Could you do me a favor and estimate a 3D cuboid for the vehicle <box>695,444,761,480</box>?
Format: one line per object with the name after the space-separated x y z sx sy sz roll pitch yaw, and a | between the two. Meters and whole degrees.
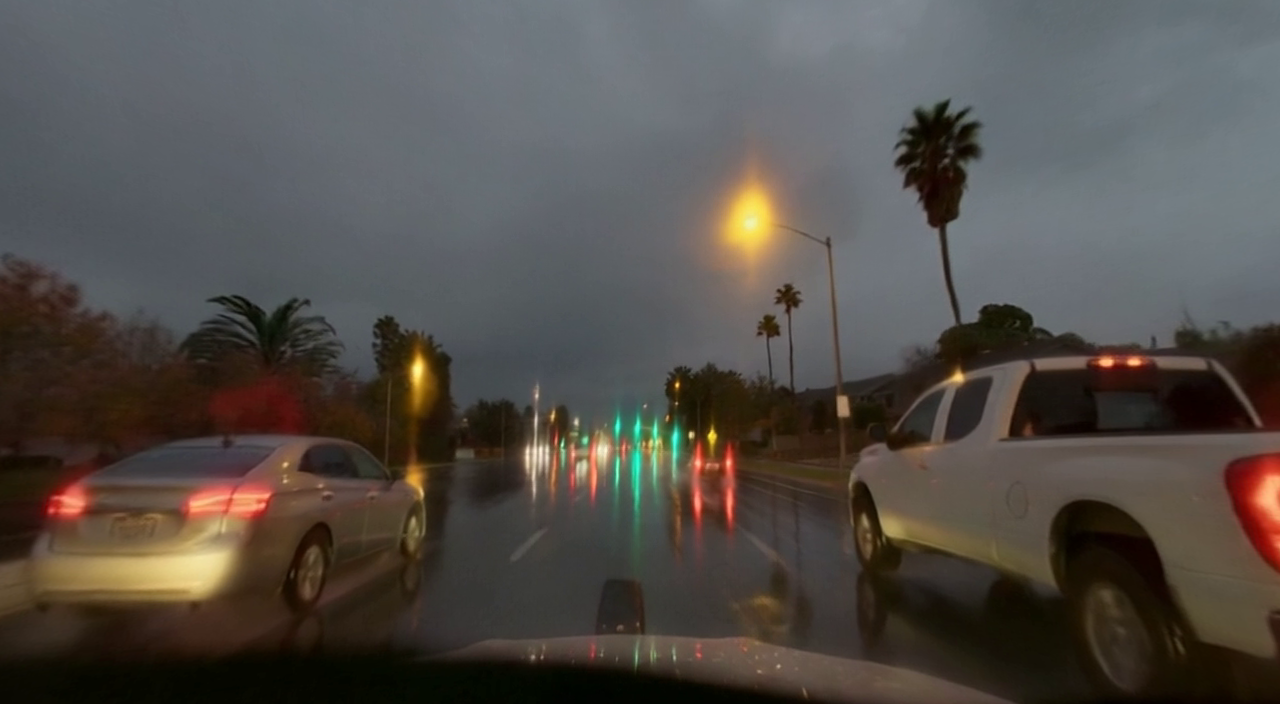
3.769 4.795 27.835 2.149 1.421 4.805 0 -8 -1 | vehicle

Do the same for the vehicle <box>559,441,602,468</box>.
-3.581 6.328 39.058 2.263 1.548 4.555 0 -8 0 | vehicle

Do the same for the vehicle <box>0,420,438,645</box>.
-3.794 1.542 6.505 2.094 1.509 4.286 0 -8 -1 | vehicle

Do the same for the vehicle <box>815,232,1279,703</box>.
3.363 1.011 4.687 2.478 2.030 5.723 0 -8 0 | vehicle
